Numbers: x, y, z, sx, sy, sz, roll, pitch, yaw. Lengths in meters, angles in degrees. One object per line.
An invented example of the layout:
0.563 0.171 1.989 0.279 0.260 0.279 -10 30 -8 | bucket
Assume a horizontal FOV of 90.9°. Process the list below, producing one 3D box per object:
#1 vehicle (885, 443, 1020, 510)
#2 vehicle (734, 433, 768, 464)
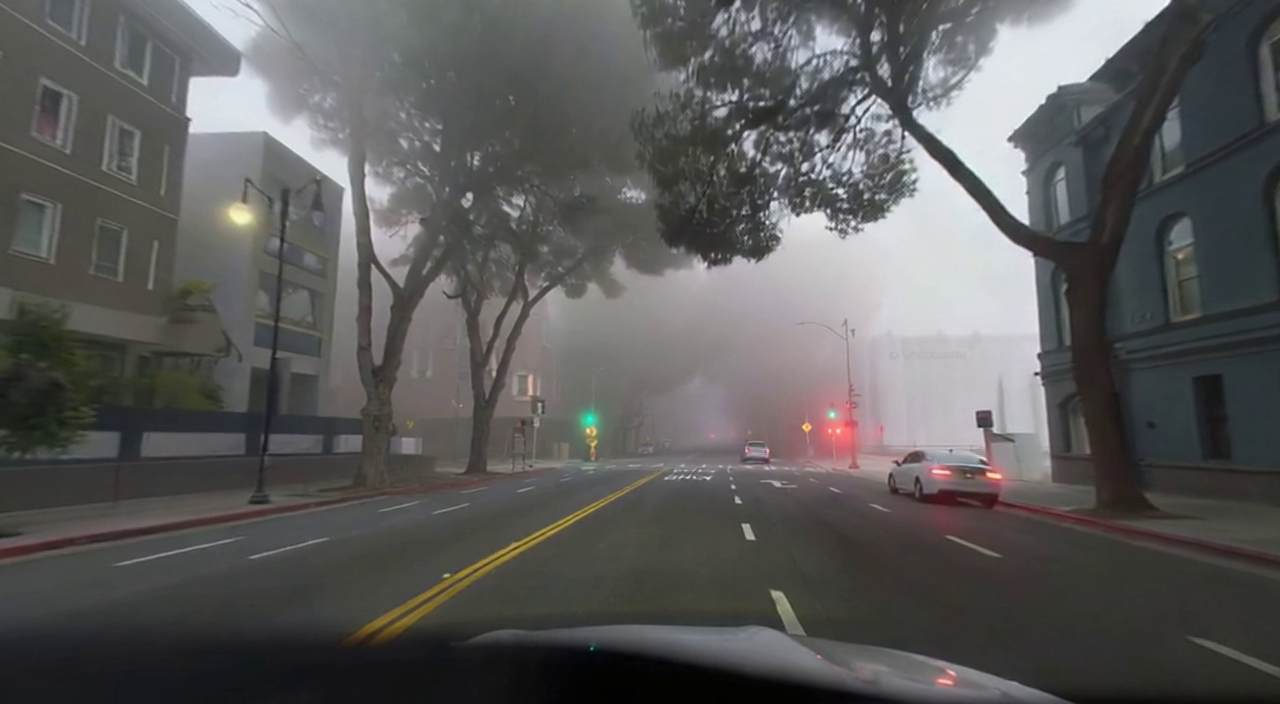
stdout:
7.965 3.152 16.532 1.759 1.488 4.124 0 -8 6 | vehicle
7.510 6.550 43.001 1.971 1.919 4.748 0 -8 7 | vehicle
